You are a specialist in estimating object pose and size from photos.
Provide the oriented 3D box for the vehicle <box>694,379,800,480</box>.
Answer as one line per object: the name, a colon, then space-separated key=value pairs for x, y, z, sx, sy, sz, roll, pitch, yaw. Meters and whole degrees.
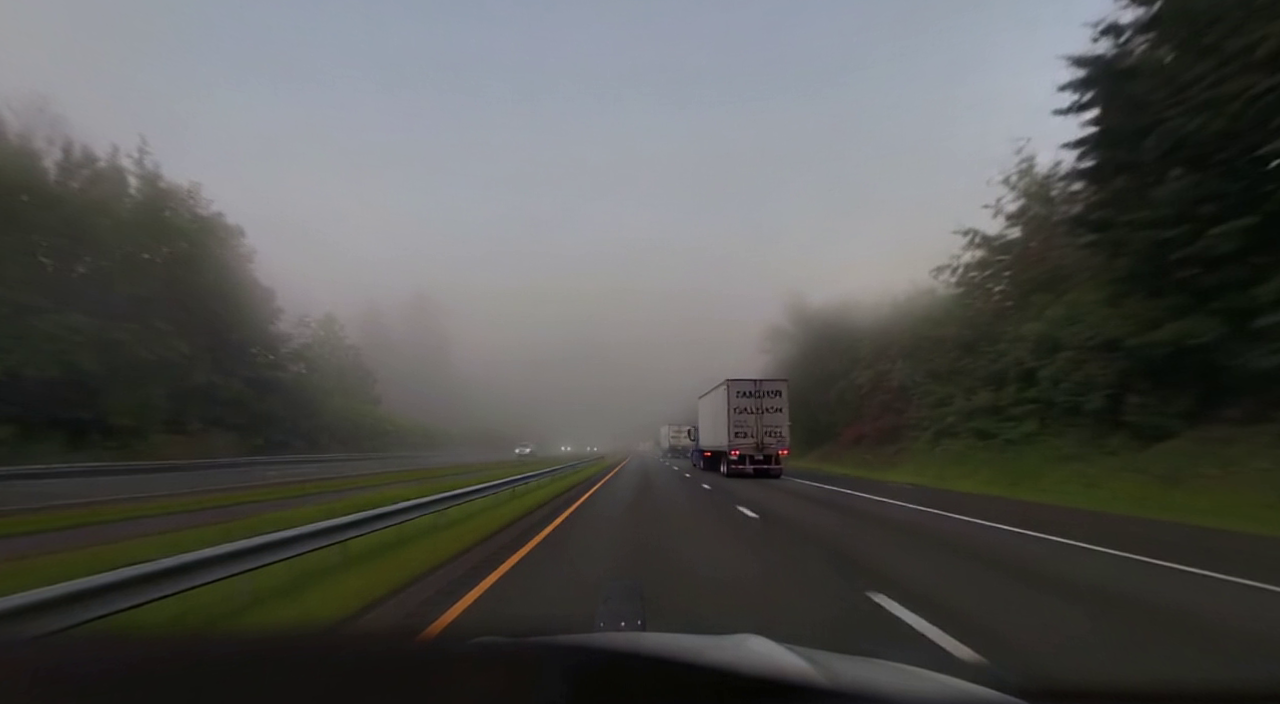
vehicle: x=4.945 y=4.216 z=32.749 sx=2.929 sy=4.093 sz=14.258 roll=0 pitch=-9 yaw=0
